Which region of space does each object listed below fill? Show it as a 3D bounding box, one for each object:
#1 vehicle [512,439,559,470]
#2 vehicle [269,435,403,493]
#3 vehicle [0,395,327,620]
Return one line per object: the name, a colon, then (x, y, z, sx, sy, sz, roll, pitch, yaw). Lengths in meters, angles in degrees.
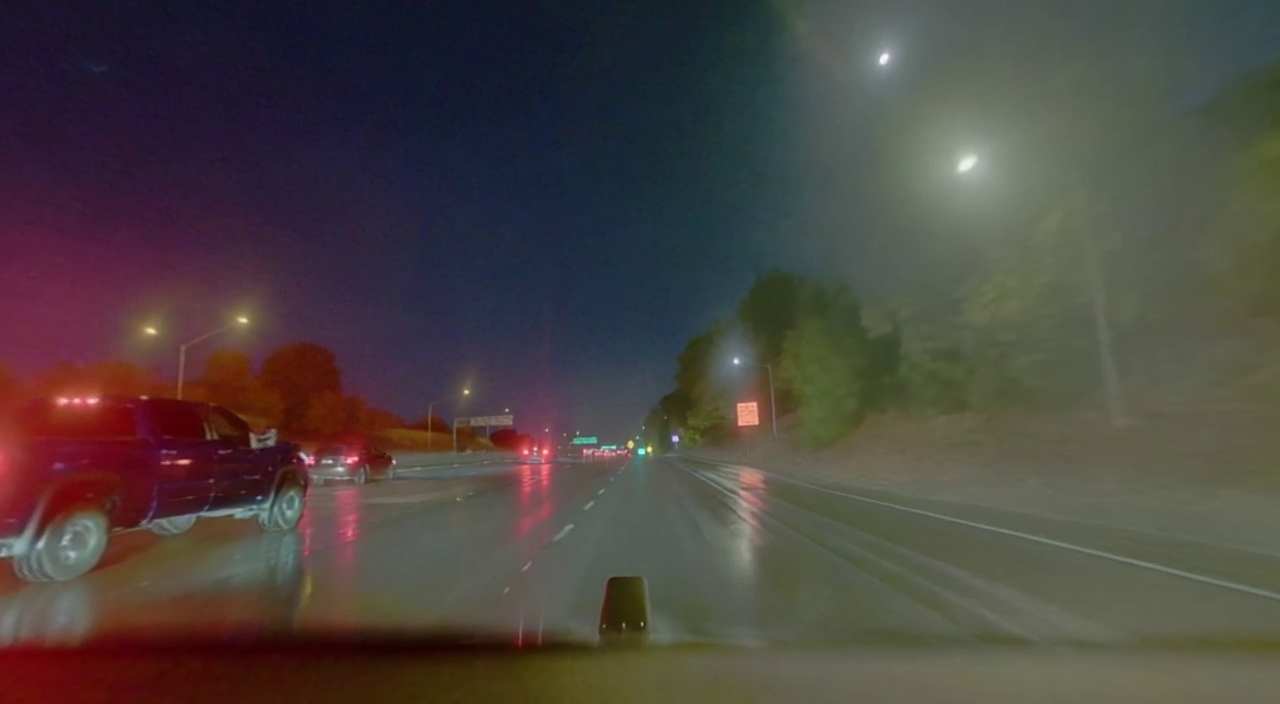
vehicle: (-6.145, 6.086, 37.598, 2.009, 1.735, 4.358, 0, -8, 1)
vehicle: (-9.665, 3.592, 20.573, 2.060, 1.662, 4.469, 0, -8, 1)
vehicle: (-6.278, 1.527, 6.993, 2.403, 1.773, 6.276, 0, -8, 0)
